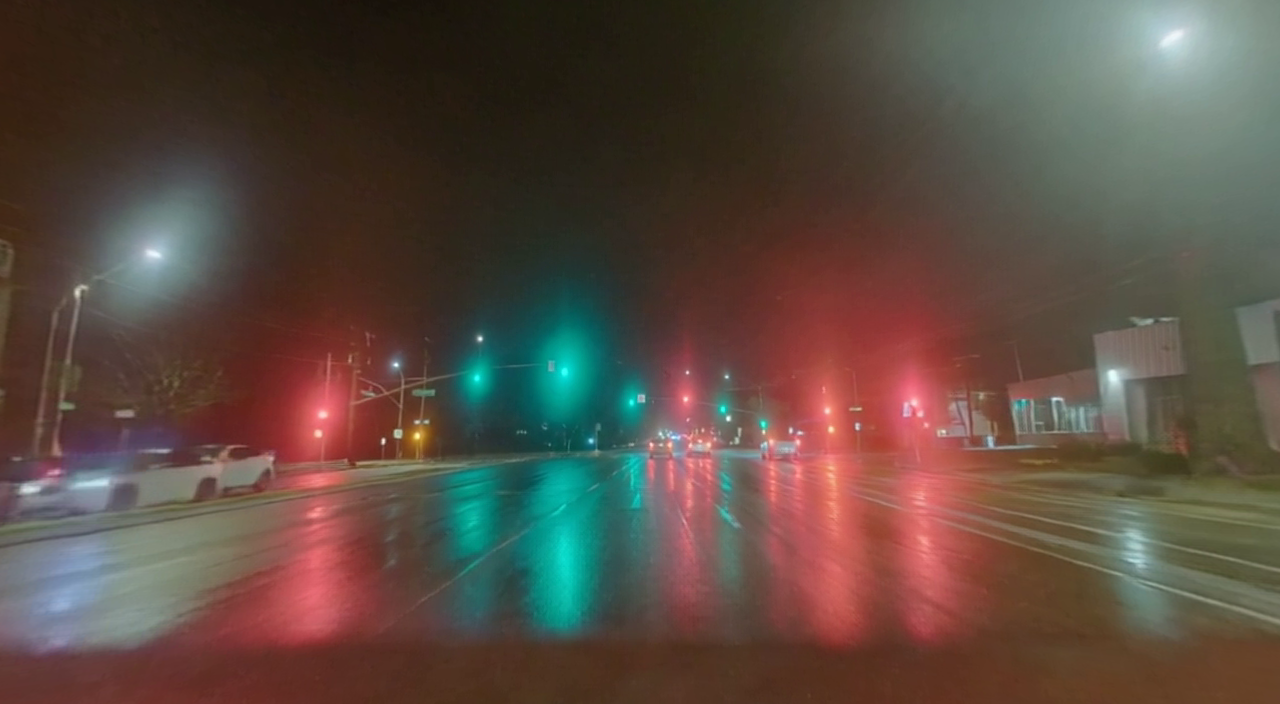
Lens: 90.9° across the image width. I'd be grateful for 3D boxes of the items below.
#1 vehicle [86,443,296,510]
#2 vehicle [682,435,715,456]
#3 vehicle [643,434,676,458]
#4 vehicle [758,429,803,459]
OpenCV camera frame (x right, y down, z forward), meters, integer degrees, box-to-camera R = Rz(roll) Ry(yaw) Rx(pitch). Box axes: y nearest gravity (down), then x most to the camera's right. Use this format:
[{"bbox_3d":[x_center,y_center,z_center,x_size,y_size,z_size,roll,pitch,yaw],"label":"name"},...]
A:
[{"bbox_3d":[-11.229,3.115,16.324,1.943,1.463,4.707,0,-8,1],"label":"vehicle"},{"bbox_3d":[4.204,6.785,45.675,1.994,1.436,4.169,0,-8,0],"label":"vehicle"},{"bbox_3d":[1.328,6.375,42.822,2.099,1.516,4.681,0,-8,2],"label":"vehicle"},{"bbox_3d":[9.545,6.289,43.183,2.132,1.892,4.851,-1,-8,3],"label":"vehicle"}]
